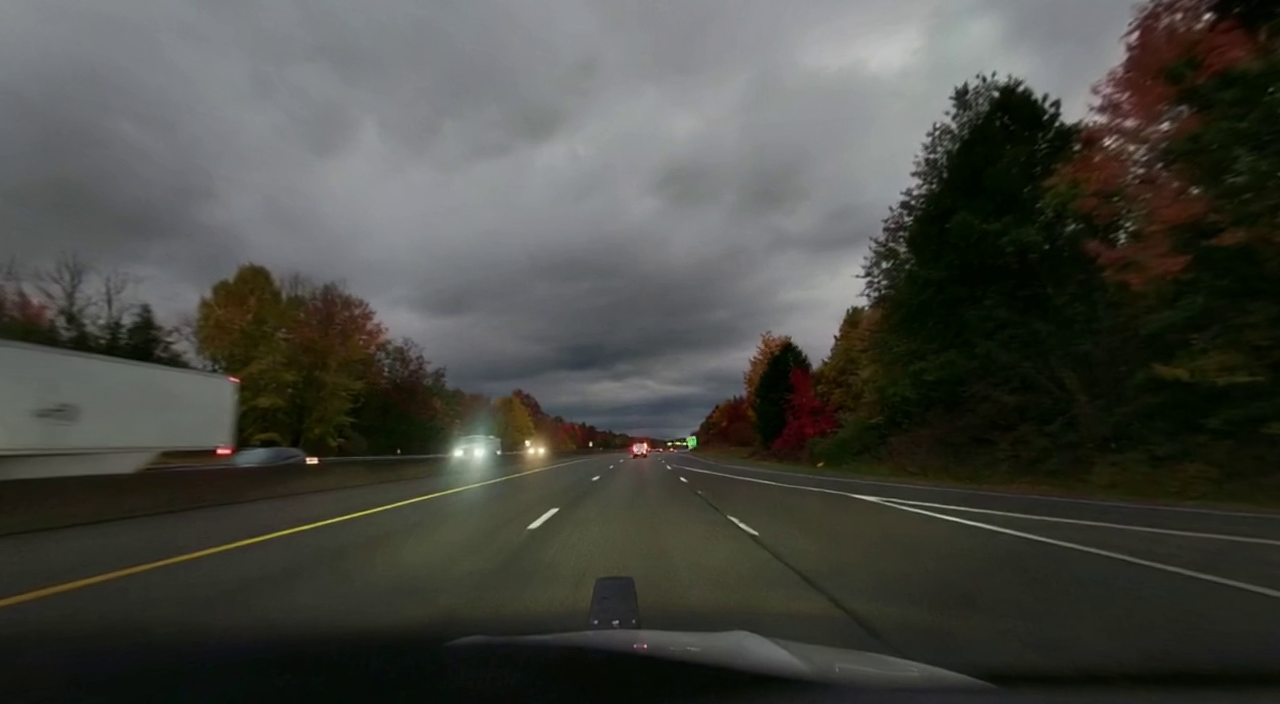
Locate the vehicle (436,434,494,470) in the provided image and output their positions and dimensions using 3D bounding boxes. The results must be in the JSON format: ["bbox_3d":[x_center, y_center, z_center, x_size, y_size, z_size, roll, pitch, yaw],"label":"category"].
[{"bbox_3d":[-11.905,6.840,43.080,2.347,2.274,5.425,-1,-9,1],"label":"vehicle"}]

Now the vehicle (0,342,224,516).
[{"bbox_3d":[-16.929,1.721,14.129,3.358,4.099,17.383,0,-9,0],"label":"vehicle"}]

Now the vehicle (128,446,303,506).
[{"bbox_3d":[-12.426,3.625,18.833,1.942,1.554,4.696,0,-9,0],"label":"vehicle"}]
